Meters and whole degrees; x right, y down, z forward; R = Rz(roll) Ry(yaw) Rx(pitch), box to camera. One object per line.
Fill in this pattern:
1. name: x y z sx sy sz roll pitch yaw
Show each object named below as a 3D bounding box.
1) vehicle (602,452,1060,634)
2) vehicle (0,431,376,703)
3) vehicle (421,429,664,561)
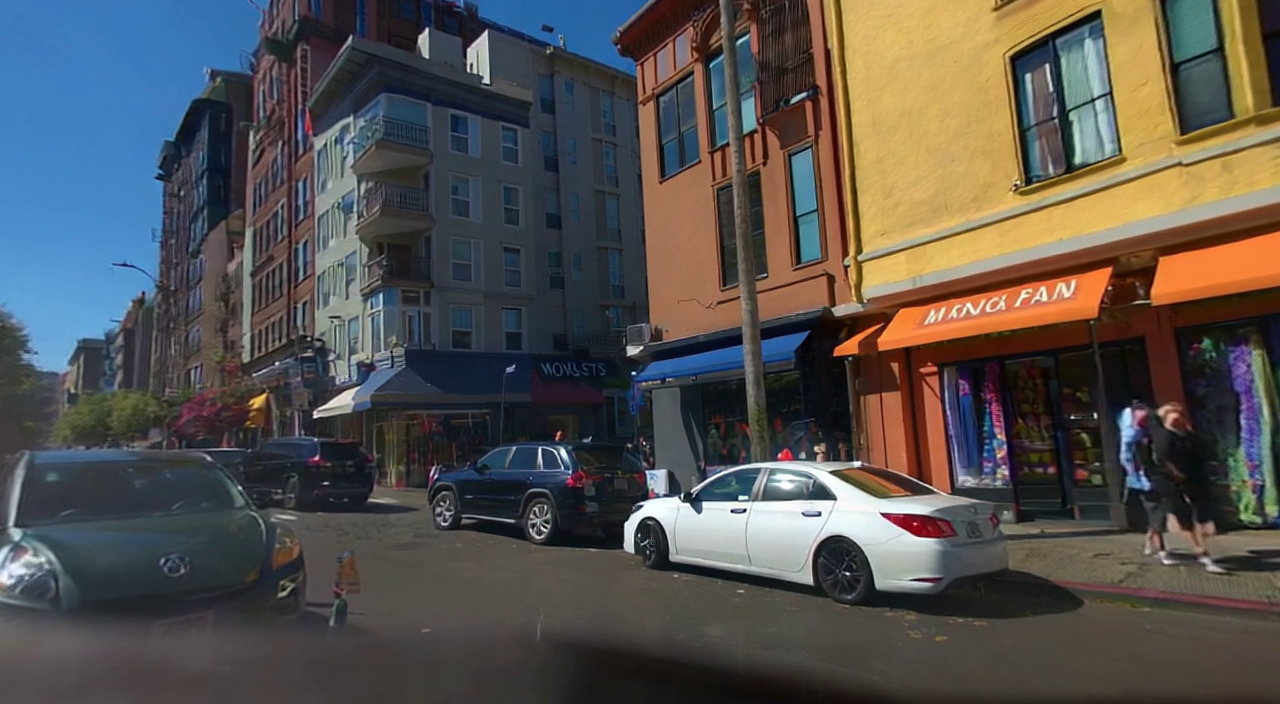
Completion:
1. vehicle: 1.897 1.933 7.518 4.830 1.421 1.826 -8 -11 42
2. vehicle: -3.960 1.336 4.424 4.330 1.458 1.932 -7 -11 37
3. vehicle: -1.911 2.374 11.316 4.580 1.853 1.862 -8 -12 43
